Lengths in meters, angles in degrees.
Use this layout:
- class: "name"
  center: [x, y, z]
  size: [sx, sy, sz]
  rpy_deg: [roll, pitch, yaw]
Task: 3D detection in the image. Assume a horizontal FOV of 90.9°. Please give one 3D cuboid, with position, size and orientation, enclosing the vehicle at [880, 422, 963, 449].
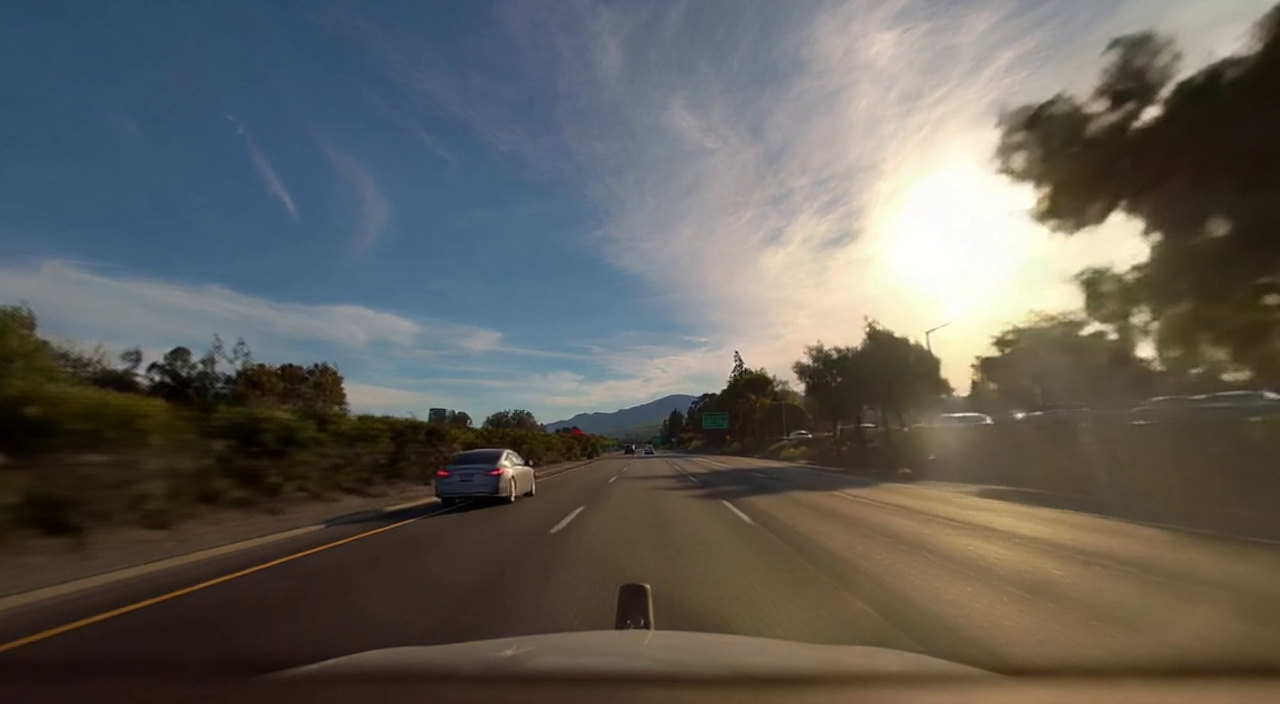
- class: "vehicle"
  center: [19.133, 5.746, 42.938]
  size: [4.728, 1.706, 1.975]
  rpy_deg: [-7, -11, 37]

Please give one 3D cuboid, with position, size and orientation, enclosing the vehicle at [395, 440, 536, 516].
- class: "vehicle"
  center: [-3.930, 2.915, 15.127]
  size: [2.021, 1.526, 4.385]
  rpy_deg: [0, -9, 2]

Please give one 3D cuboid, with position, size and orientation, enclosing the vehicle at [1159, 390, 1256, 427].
- class: "vehicle"
  center: [33.371, 3.363, 37.011]
  size: [5.668, 1.817, 2.102]
  rpy_deg: [5, -12, -27]

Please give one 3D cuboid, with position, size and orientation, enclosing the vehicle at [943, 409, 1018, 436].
- class: "vehicle"
  center: [21.072, 4.411, 39.050]
  size: [3.860, 1.519, 1.697]
  rpy_deg: [-6, -10, 33]

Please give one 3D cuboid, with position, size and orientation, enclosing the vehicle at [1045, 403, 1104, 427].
- class: "vehicle"
  center: [32.740, 4.771, 47.457]
  size: [4.116, 1.647, 1.920]
  rpy_deg: [5, -10, -30]
